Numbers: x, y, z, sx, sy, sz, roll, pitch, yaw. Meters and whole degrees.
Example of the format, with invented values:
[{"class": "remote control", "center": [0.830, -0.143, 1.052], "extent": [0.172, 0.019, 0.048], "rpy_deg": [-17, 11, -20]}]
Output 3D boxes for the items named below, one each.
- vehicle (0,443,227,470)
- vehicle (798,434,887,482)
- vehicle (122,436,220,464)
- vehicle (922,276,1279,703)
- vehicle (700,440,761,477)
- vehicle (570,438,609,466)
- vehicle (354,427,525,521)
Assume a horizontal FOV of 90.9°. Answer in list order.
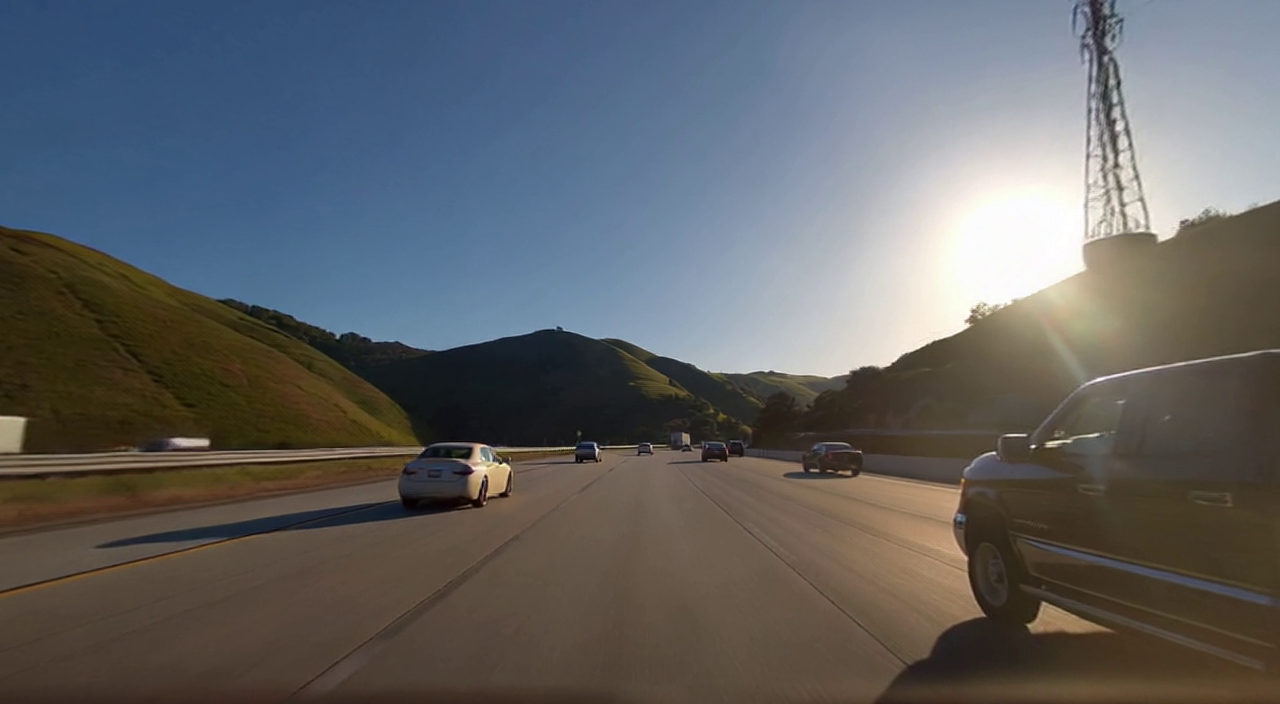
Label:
[{"class": "vehicle", "center": [-38.397, 7.356, 45.518], "extent": [3.105, 1.561, 20.556], "rpy_deg": [-1, -8, 2]}, {"class": "vehicle", "center": [7.661, 4.050, 24.359], "extent": [1.986, 1.633, 4.430], "rpy_deg": [0, -8, 0]}, {"class": "vehicle", "center": [-33.686, 7.058, 45.601], "extent": [2.267, 1.855, 6.107], "rpy_deg": [-1, -9, 2]}, {"class": "vehicle", "center": [3.400, 0.735, 2.607], "extent": [2.098, 1.925, 5.171], "rpy_deg": [0, -8, 1]}, {"class": "vehicle", "center": [3.917, 4.702, 28.134], "extent": [2.046, 1.471, 4.333], "rpy_deg": [0, -8, 0]}, {"class": "vehicle", "center": [-3.255, 6.529, 41.376], "extent": [2.021, 1.679, 4.310], "rpy_deg": [-1, -8, 2]}, {"class": "vehicle", "center": [-3.981, 2.509, 13.530], "extent": [2.113, 1.636, 4.494], "rpy_deg": [0, -8, 1]}]
